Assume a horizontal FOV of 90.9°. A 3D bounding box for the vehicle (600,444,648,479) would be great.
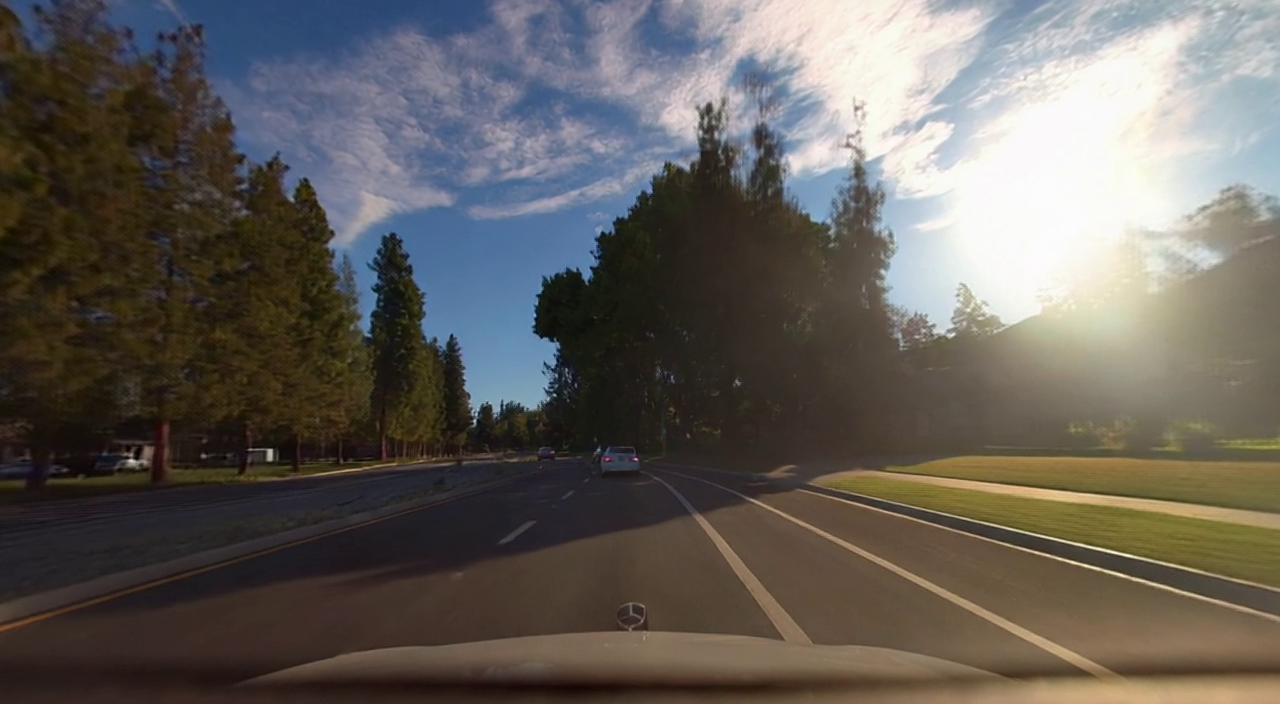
[{"bbox_3d":[-0.778,4.893,28.565,2.009,1.456,4.003,0,-8,-4],"label":"vehicle"}]
